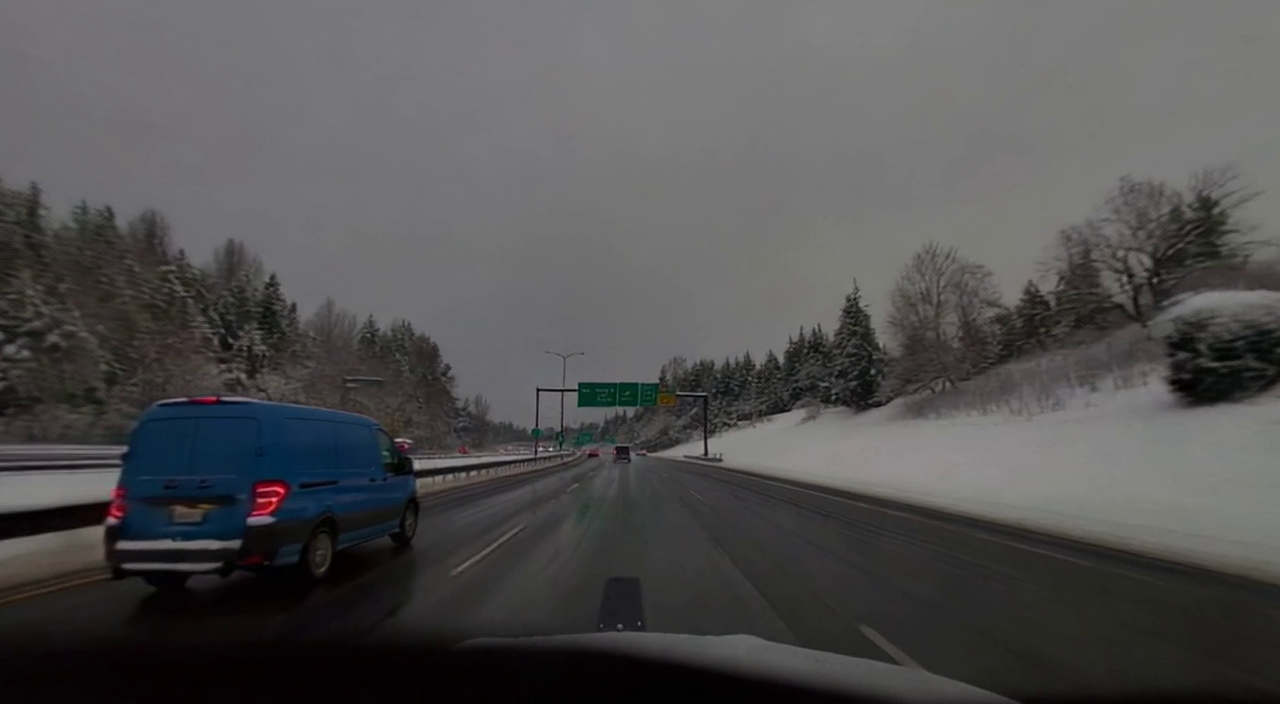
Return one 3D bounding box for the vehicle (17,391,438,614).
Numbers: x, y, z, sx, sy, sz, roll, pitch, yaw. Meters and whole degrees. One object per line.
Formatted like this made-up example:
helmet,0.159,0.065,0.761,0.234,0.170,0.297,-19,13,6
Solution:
vehicle,-4.065,1.554,7.385,1.971,1.795,4.389,0,-9,-1
